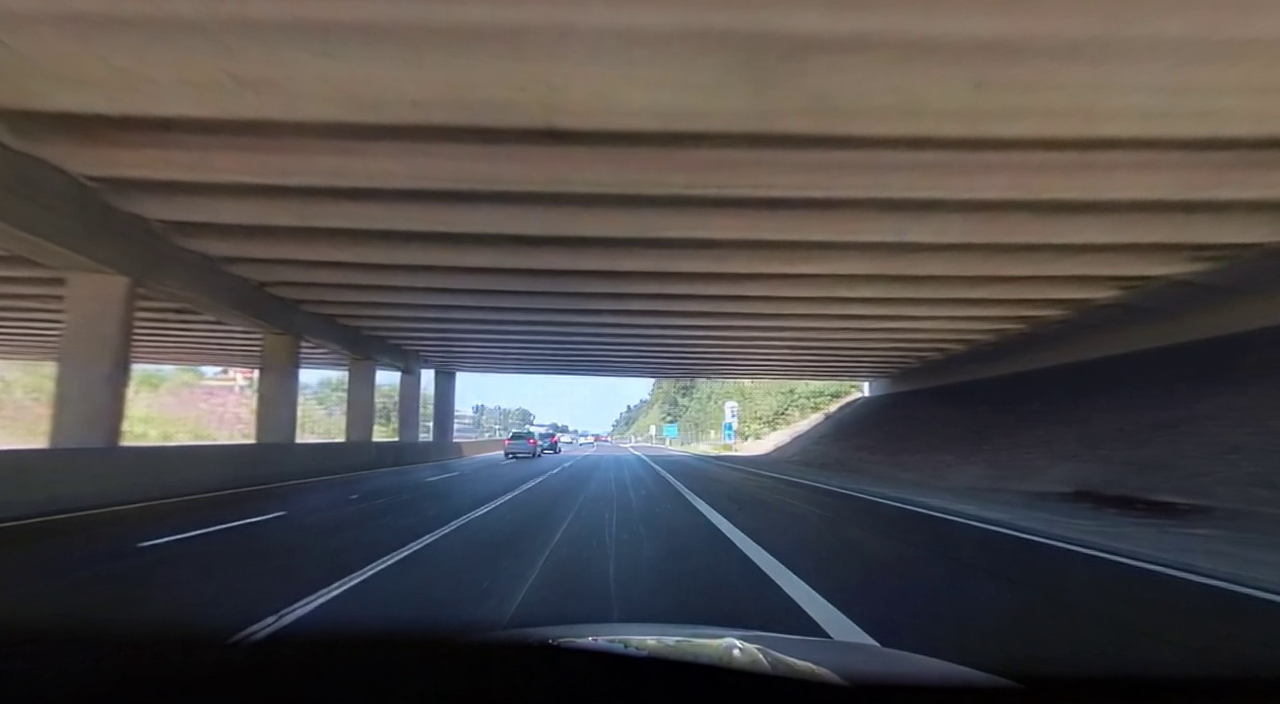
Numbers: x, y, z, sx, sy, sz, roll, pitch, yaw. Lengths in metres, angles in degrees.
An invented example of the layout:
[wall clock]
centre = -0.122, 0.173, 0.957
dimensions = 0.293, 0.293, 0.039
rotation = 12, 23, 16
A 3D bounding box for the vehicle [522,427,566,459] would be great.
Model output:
[vehicle]
centre = -5.577, 5.348, 37.070
dimensions = 2.007, 1.727, 4.040
rotation = 0, -8, -1
